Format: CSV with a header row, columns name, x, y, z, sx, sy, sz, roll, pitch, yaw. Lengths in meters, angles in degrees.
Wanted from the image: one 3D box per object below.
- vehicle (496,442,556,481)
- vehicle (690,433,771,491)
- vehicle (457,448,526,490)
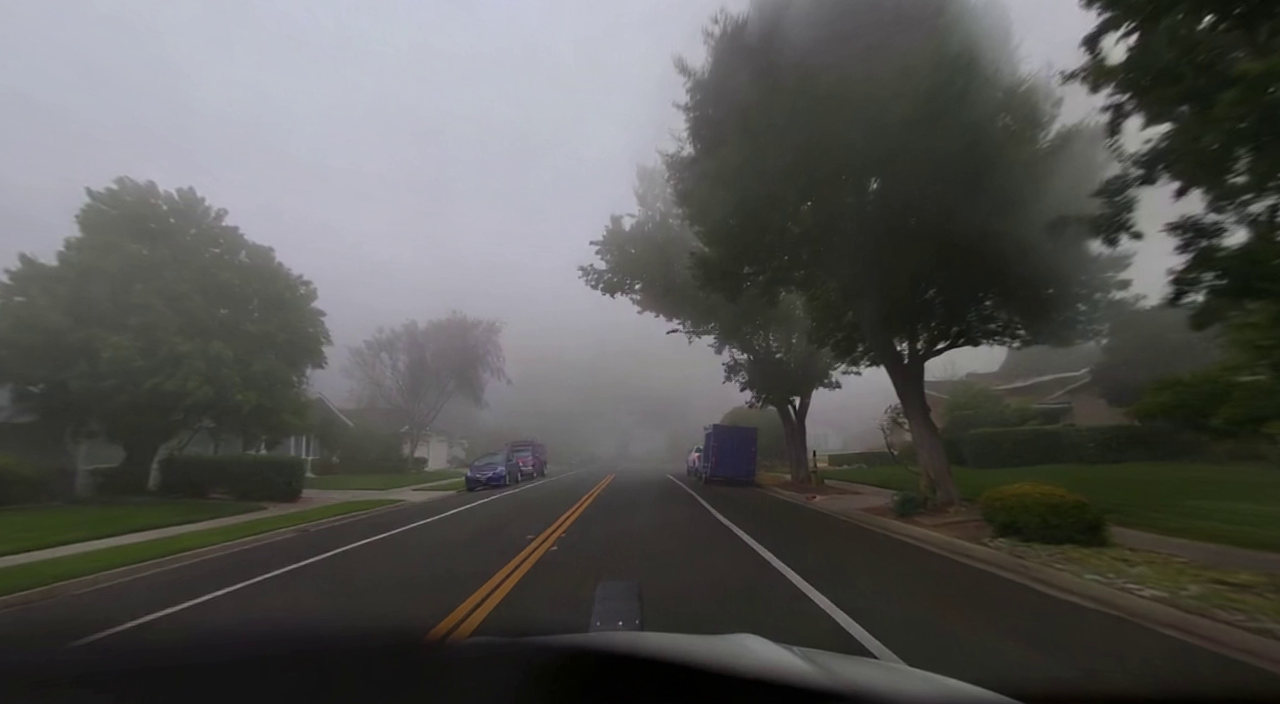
name,x,y,z,sx,sy,sz,roll,pitch,yaw
vehicle,-6.492,6.321,36.791,2.302,2.059,5.758,0,-9,1
vehicle,3.429,4.329,25.291,2.332,2.044,5.695,0,-9,-1
vehicle,-6.905,5.473,29.968,2.005,1.785,5.179,0,-9,0
